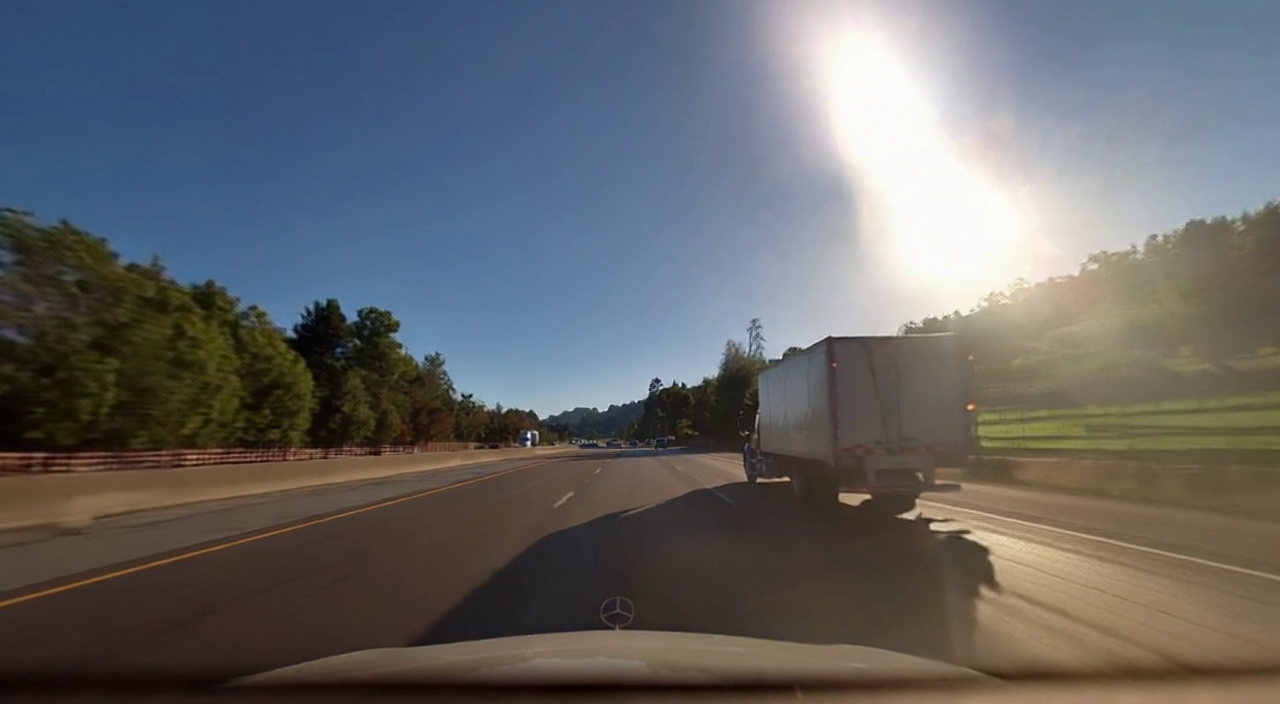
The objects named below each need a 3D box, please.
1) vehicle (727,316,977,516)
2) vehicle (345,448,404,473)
[{"bbox_3d":[4.097,1.585,14.522,2.766,3.349,7.796,0,-8,-2],"label":"vehicle"},{"bbox_3d":[-16.849,6.878,40.122,1.823,1.460,4.504,0,-8,-1],"label":"vehicle"}]
